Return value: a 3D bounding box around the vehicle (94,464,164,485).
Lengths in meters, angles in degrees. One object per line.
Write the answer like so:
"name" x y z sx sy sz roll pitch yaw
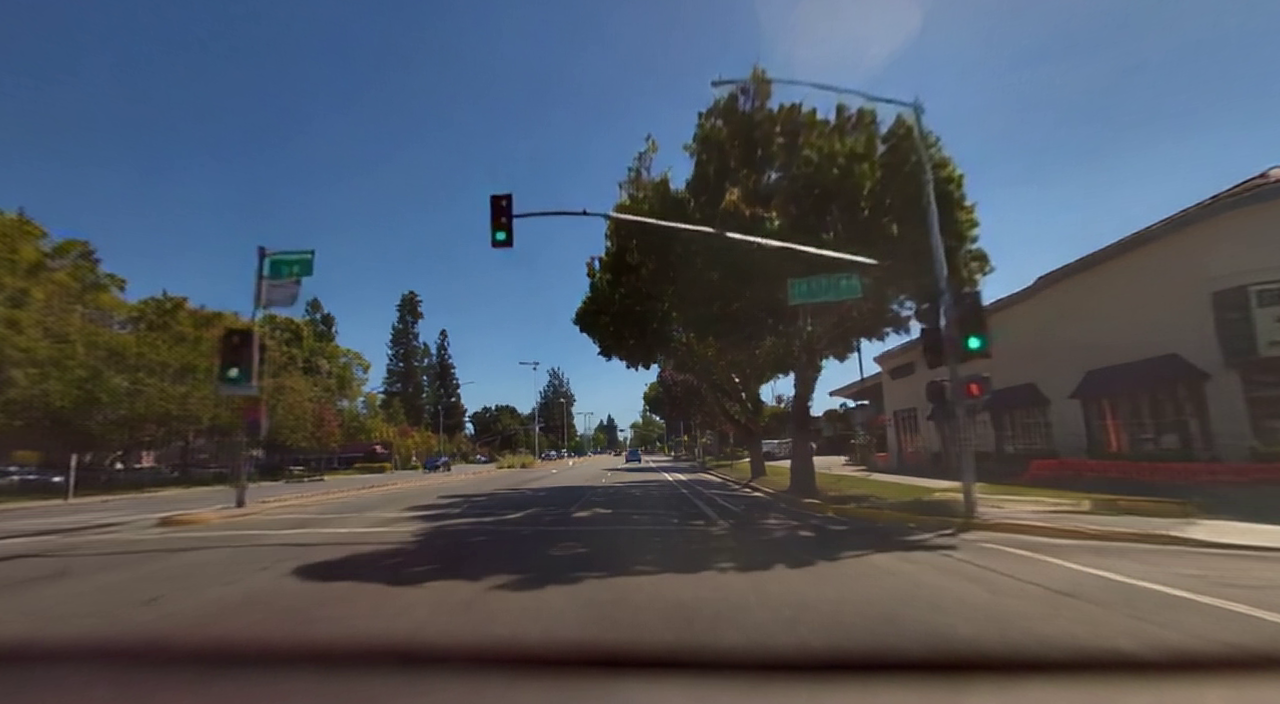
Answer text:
"vehicle" -37.055 8.888 45.859 3.470 1.401 1.748 0 -8 -2
